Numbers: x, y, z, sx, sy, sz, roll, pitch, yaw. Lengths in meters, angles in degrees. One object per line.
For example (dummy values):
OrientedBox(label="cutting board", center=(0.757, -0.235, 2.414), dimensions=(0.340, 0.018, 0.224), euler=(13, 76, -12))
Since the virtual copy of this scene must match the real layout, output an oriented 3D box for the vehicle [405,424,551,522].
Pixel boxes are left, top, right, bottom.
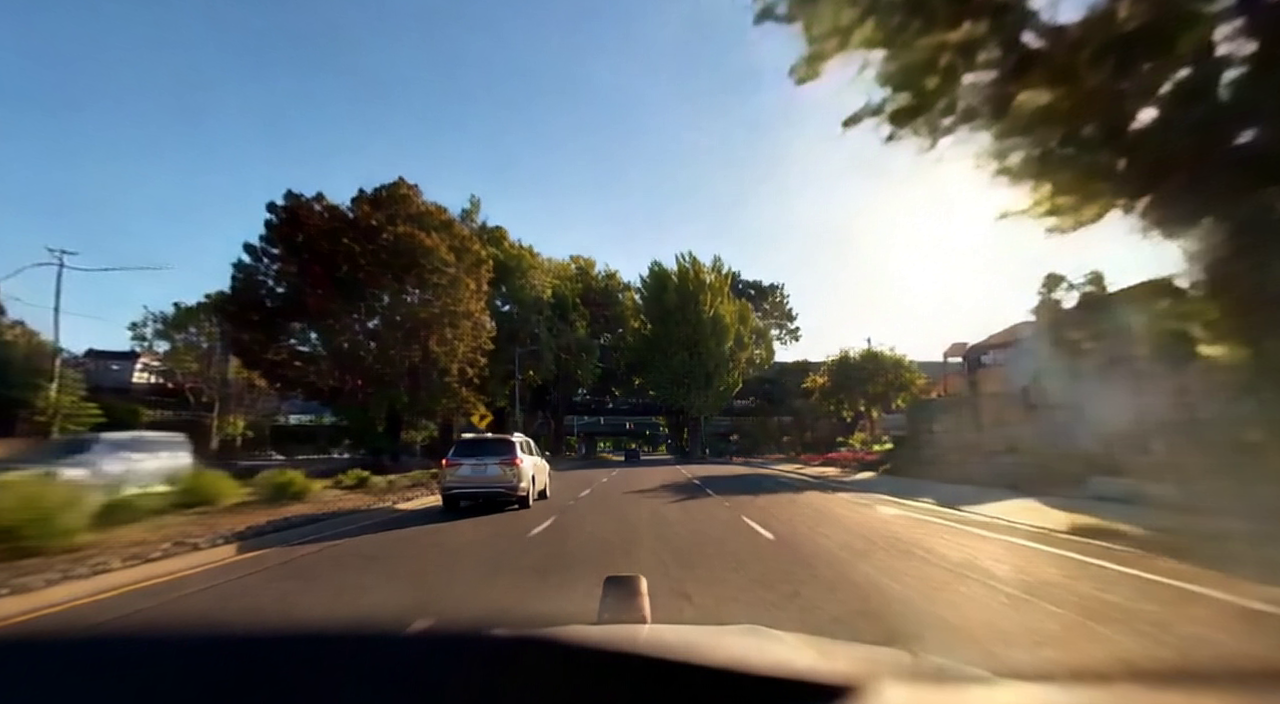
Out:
OrientedBox(label="vehicle", center=(-3.180, 2.493, 13.346), dimensions=(1.882, 1.704, 4.335), euler=(-1, -9, 1))
